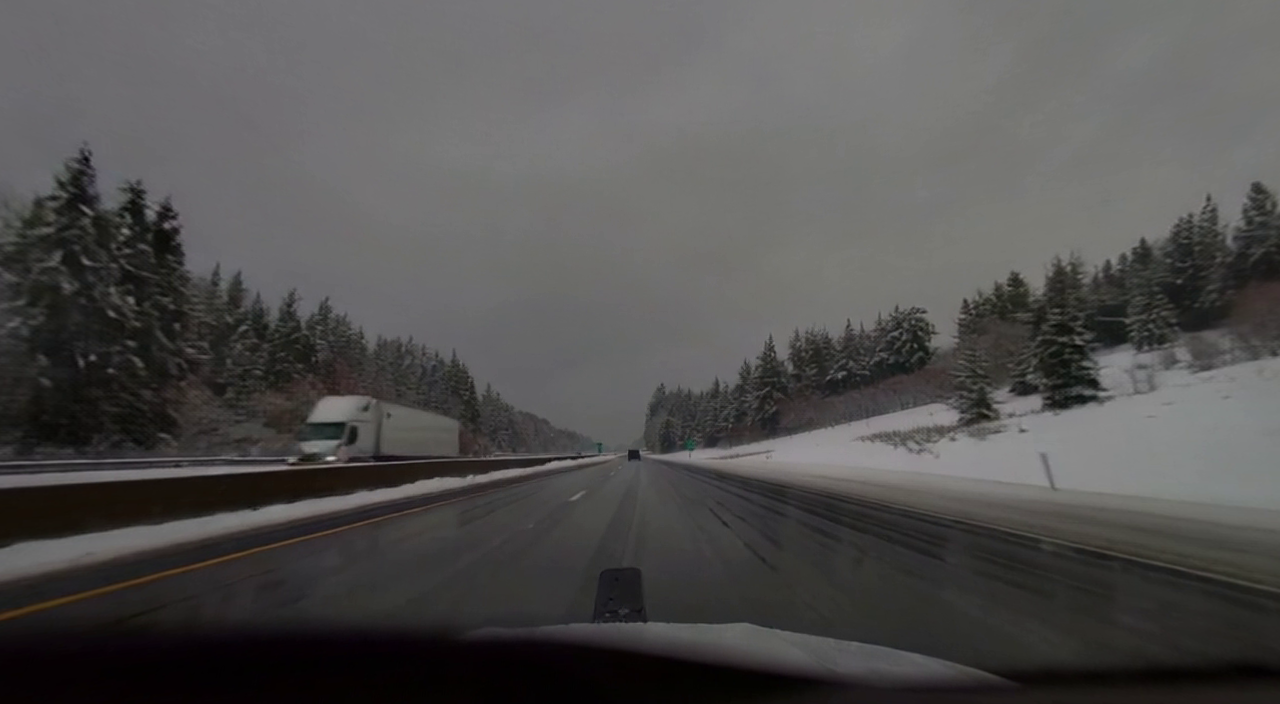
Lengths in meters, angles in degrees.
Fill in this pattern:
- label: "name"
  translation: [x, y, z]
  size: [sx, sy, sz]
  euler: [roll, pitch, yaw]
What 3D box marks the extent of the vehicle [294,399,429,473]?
- label: "vehicle"
  translation: [-15.975, 5.106, 37.463]
  size: [3.043, 3.740, 10.678]
  euler: [0, -9, 0]
